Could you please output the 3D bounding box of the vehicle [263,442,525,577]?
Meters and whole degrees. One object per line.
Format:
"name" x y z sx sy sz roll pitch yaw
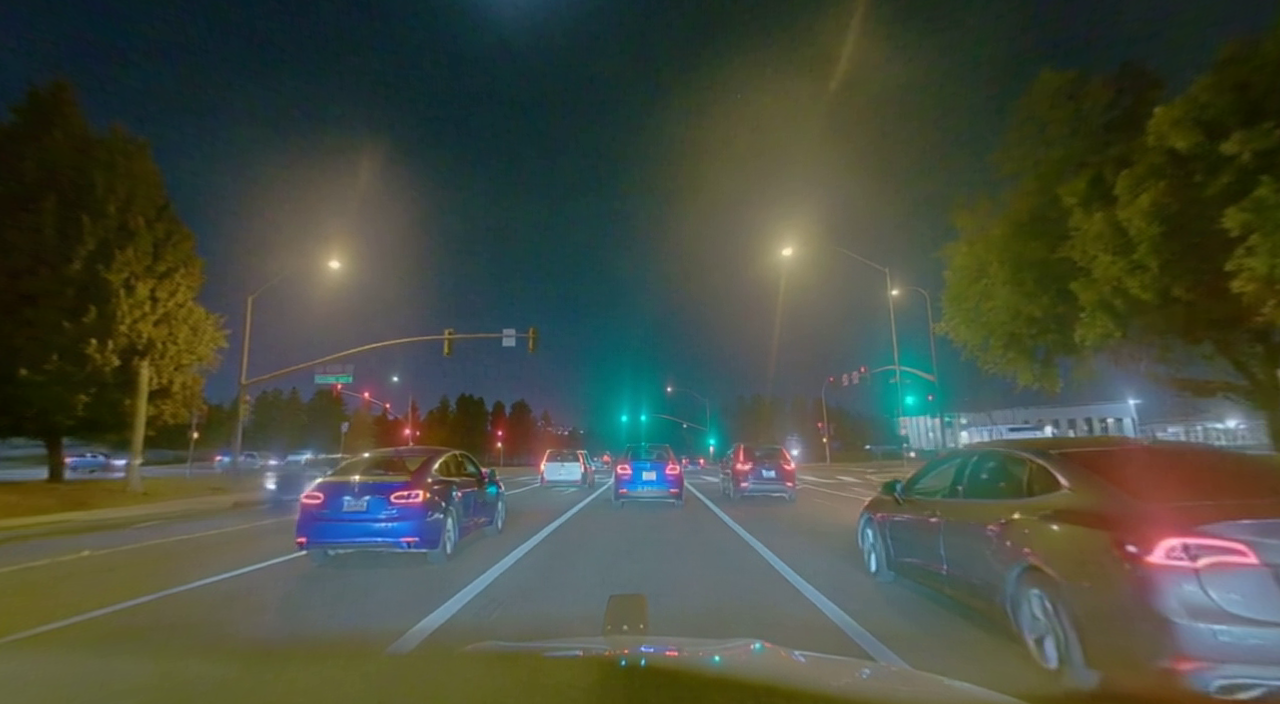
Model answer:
"vehicle" -3.151 2.086 9.278 2.015 1.478 4.407 0 -8 1

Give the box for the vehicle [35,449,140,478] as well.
"vehicle" -38.076 7.685 43.510 5.268 1.770 2.107 -2 -8 1

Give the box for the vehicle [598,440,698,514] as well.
"vehicle" 0.154 3.020 15.730 2.144 1.563 4.218 0 -9 -1

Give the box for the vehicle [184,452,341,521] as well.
"vehicle" -10.253 3.634 17.604 2.033 1.575 4.357 0 -8 -6

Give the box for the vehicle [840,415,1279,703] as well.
"vehicle" 3.354 1.382 5.063 1.951 1.522 4.614 0 -9 0

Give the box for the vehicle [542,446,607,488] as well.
"vehicle" -2.553 4.629 25.710 2.089 1.537 4.073 -1 -9 2

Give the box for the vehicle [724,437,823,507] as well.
"vehicle" 3.630 3.311 17.896 1.938 1.732 4.006 0 -9 0
